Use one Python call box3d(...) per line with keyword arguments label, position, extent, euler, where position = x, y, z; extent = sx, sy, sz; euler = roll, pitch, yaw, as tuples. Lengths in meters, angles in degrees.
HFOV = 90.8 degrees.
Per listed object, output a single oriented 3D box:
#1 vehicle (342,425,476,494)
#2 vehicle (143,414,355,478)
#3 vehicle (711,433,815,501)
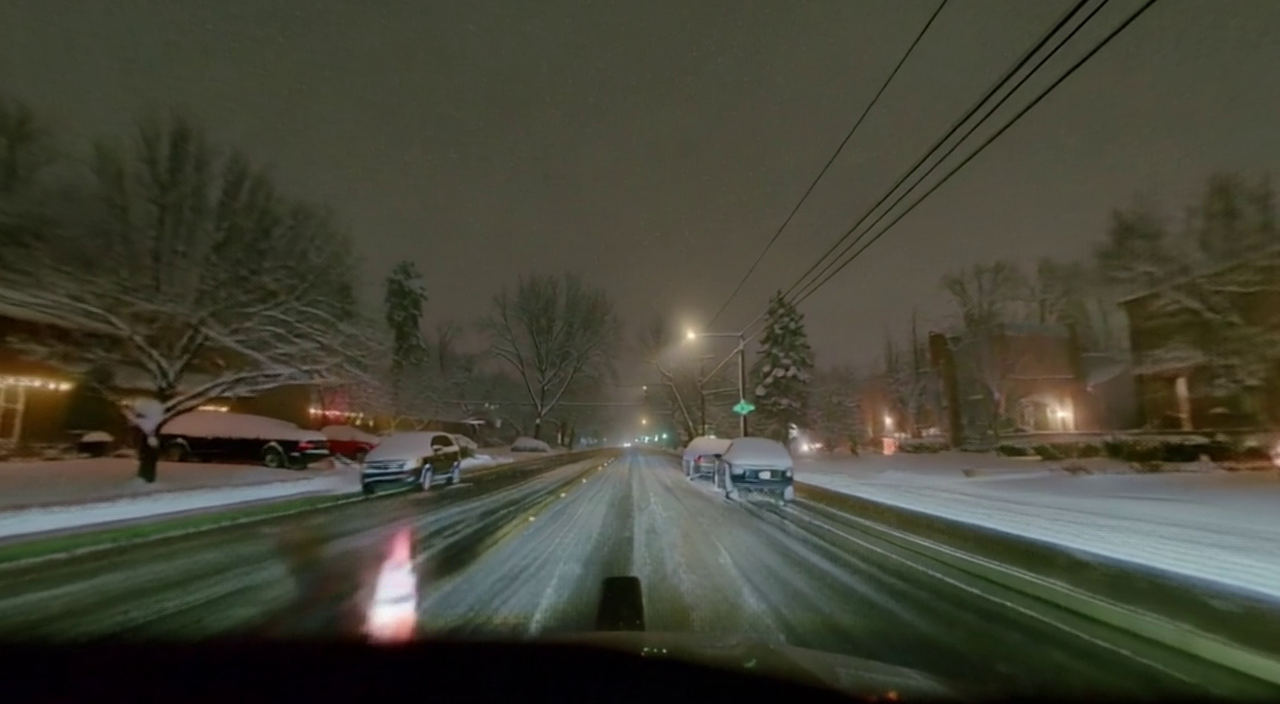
box3d(label="vehicle", position=(-7.104, 3.400, 20.214), extent=(2.266, 1.877, 5.167), euler=(-1, -9, 1))
box3d(label="vehicle", position=(-15.161, 3.674, 24.879), extent=(6.526, 2.046, 2.522), euler=(3, -8, -2))
box3d(label="vehicle", position=(3.194, 3.082, 17.413), extent=(1.896, 1.602, 4.571), euler=(0, -8, -1))
